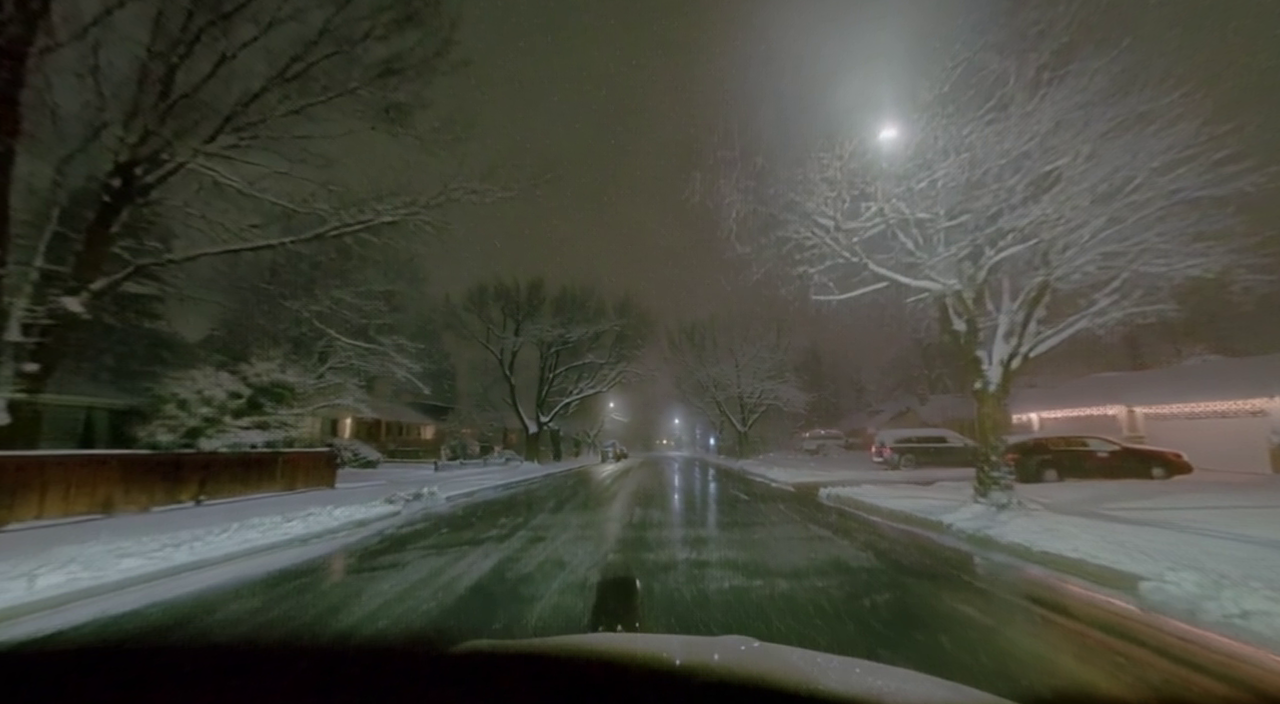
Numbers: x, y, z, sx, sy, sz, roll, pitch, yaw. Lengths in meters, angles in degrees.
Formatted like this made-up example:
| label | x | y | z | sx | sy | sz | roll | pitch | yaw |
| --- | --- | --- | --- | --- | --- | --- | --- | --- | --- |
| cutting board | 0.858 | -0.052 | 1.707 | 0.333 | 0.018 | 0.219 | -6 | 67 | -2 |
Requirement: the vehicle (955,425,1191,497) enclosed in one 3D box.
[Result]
| label | x | y | z | sx | sy | sz | roll | pitch | yaw |
| --- | --- | --- | --- | --- | --- | --- | --- | --- | --- |
| vehicle | 11.286 | 2.871 | 16.696 | 4.710 | 1.512 | 1.894 | -3 | -9 | 1 |

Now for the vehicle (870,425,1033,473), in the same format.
| label | x | y | z | sx | sy | sz | roll | pitch | yaw |
| --- | --- | --- | --- | --- | --- | --- | --- | --- | --- |
| vehicle | 12.899 | 4.063 | 26.406 | 5.637 | 1.890 | 2.171 | 0 | -8 | 3 |
